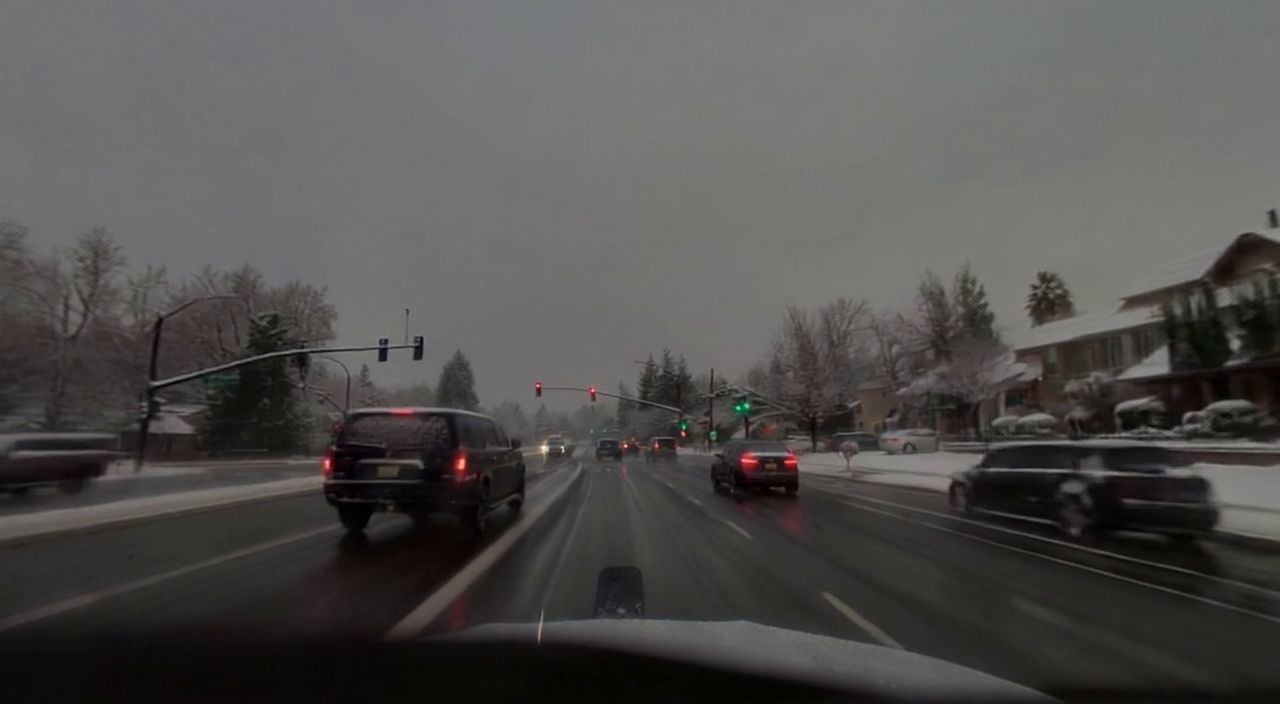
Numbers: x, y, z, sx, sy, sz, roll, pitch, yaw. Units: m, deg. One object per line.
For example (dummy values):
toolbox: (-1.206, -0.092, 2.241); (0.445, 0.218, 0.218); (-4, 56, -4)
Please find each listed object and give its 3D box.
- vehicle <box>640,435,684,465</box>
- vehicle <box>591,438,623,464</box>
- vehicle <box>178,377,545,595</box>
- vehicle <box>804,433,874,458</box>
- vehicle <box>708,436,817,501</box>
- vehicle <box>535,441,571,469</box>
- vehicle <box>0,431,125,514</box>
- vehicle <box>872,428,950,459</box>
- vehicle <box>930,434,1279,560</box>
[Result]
vehicle: (1.413, 6.796, 43.894); (2.391, 1.960, 5.600); (1, -8, -5)
vehicle: (-2.539, 7.432, 47.647); (2.164, 1.867, 4.254); (1, -8, -6)
vehicle: (-2.976, 1.660, 8.920); (2.354, 1.948, 6.355); (0, -8, -1)
vehicle: (15.468, 7.256, 49.200); (4.691, 1.626, 1.943); (-1, -7, -10)
vehicle: (3.092, 3.021, 16.837); (1.870, 1.491, 4.009); (0, -8, -3)
vehicle: (-5.049, 6.031, 37.127); (1.864, 1.505, 4.202); (1, -8, -5)
vehicle: (-16.699, 3.099, 16.515); (2.292, 1.990, 5.714); (1, -8, -8)
vehicle: (16.256, 5.527, 38.200); (2.058, 1.766, 4.563); (1, -8, -10)
vehicle: (6.707, 2.050, 9.830); (1.989, 1.459, 4.700); (0, -8, -3)
